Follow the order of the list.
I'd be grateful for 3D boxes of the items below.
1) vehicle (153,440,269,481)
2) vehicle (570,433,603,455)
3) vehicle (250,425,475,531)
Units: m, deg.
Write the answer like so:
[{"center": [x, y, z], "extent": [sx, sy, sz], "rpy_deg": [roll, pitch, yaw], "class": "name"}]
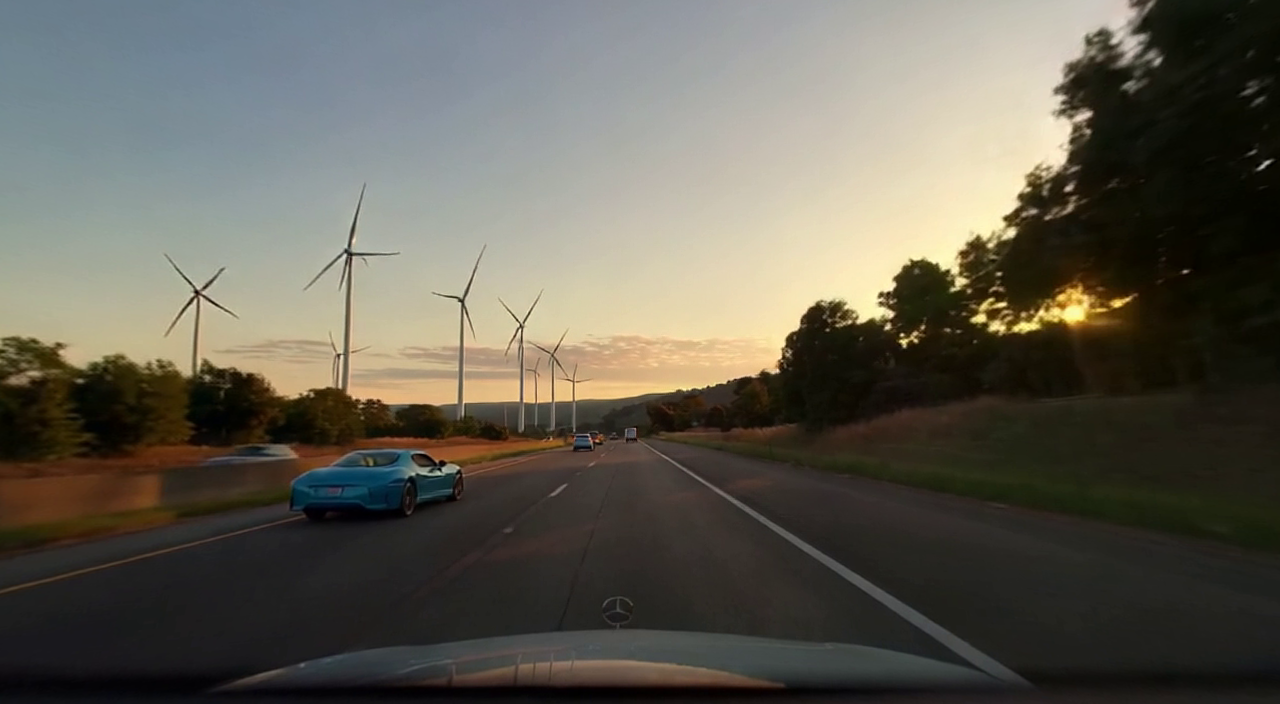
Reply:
[{"center": [-17.334, 4.358, 25.726], "extent": [1.900, 1.528, 4.061], "rpy_deg": [0, -8, -1], "class": "vehicle"}, {"center": [-3.631, 6.284, 43.212], "extent": [2.024, 1.456, 3.754], "rpy_deg": [0, -8, -2], "class": "vehicle"}, {"center": [-4.302, 1.989, 10.648], "extent": [1.969, 1.413, 4.194], "rpy_deg": [0, -8, -1], "class": "vehicle"}]
